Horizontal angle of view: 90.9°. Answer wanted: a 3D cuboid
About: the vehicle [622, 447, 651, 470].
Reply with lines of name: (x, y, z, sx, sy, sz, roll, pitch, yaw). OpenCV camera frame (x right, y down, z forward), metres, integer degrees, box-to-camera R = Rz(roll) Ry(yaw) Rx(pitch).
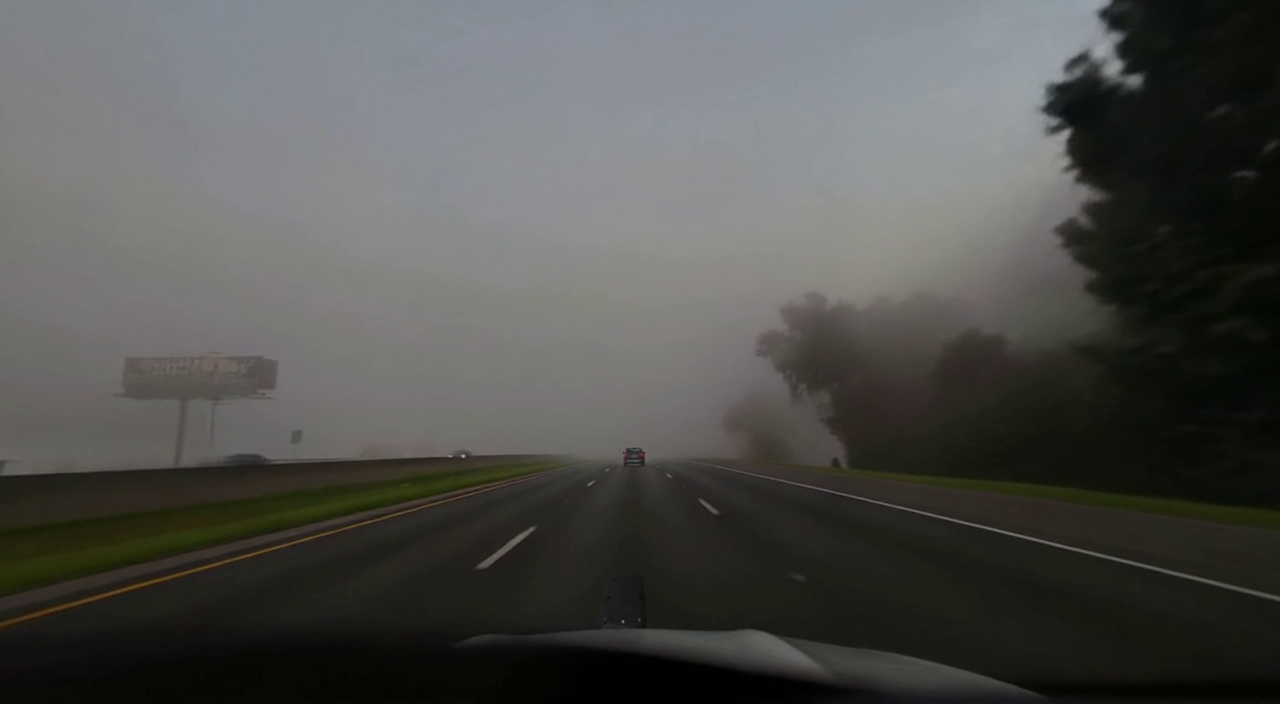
vehicle: (-0.242, 7.400, 44.072, 1.916, 1.494, 4.335, 0, -9, 0)

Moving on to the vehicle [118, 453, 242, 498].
vehicle: (-19.604, 5.261, 27.184, 1.849, 1.722, 4.597, 0, -9, 0)
